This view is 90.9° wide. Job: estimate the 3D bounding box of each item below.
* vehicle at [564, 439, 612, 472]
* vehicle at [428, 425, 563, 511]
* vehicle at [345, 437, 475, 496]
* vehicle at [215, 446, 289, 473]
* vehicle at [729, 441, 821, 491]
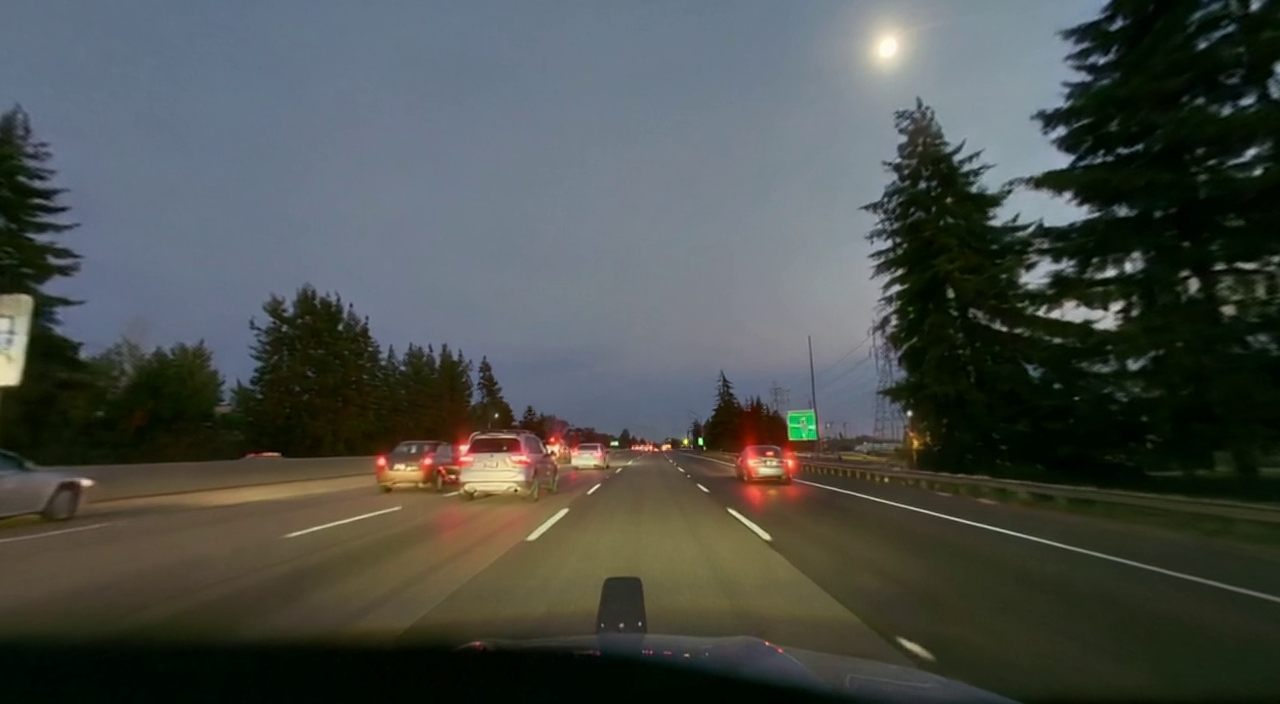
[{"bbox_3d":[-2.761,5.671,34.686,2.133,1.668,4.505,0,-8,2],"label":"vehicle"},{"bbox_3d":[-3.267,2.739,15.372,2.133,1.775,4.530,0,-8,1],"label":"vehicle"},{"bbox_3d":[-6.681,3.374,19.043,2.049,1.544,4.866,0,-8,1],"label":"vehicle"},{"bbox_3d":[-24.007,6.648,39.203,1.989,1.525,3.942,0,-8,2],"label":"vehicle"},{"bbox_3d":[4.325,3.732,21.081,2.022,1.472,4.678,0,-8,0],"label":"vehicle"}]
